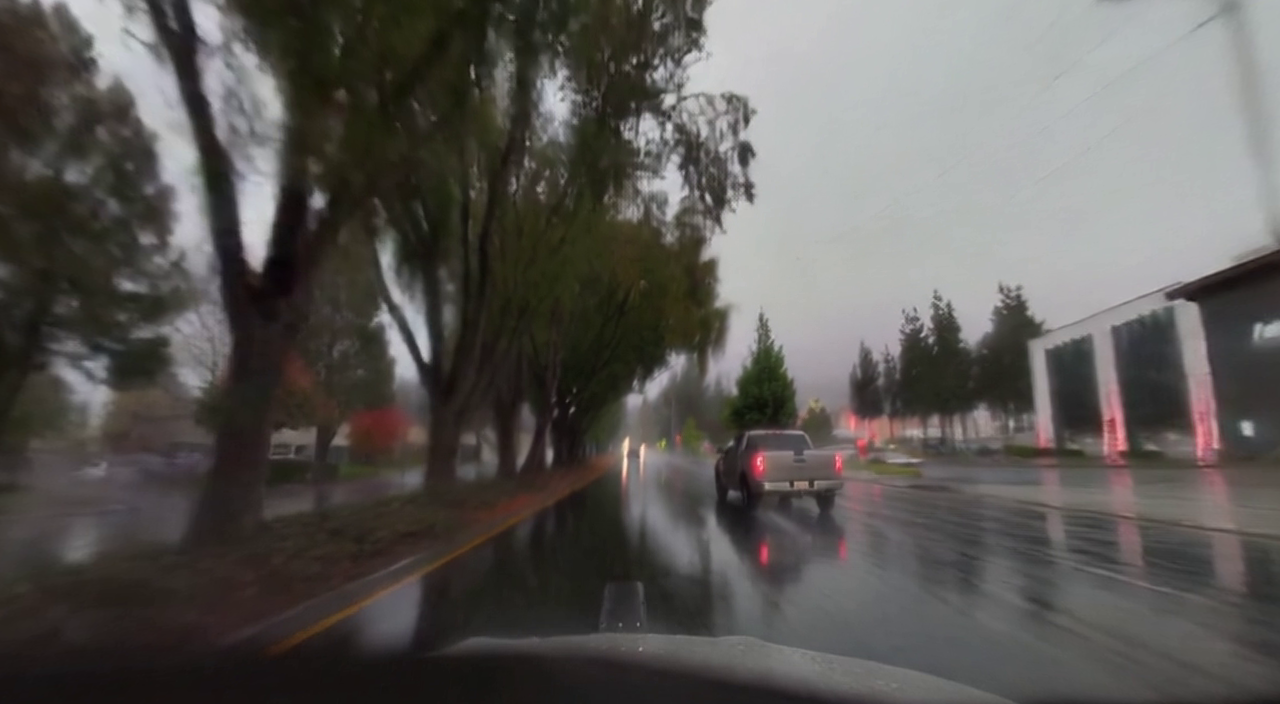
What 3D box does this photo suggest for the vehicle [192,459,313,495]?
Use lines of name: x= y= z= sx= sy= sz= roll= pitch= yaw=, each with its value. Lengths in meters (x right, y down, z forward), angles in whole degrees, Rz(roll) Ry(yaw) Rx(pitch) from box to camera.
vehicle: x=-20.865 y=6.742 z=34.161 sx=5.074 sy=1.804 sz=2.283 roll=-1 pitch=-9 yaw=6

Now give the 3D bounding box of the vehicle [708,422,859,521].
vehicle: x=2.970 y=2.633 z=14.514 sx=2.138 sy=1.836 sz=5.245 roll=0 pitch=-9 yaw=-1

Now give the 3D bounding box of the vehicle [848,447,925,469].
vehicle: x=16.826 y=7.215 z=43.112 sx=4.721 sy=1.462 sz=2.028 roll=-4 pitch=-10 yaw=25
